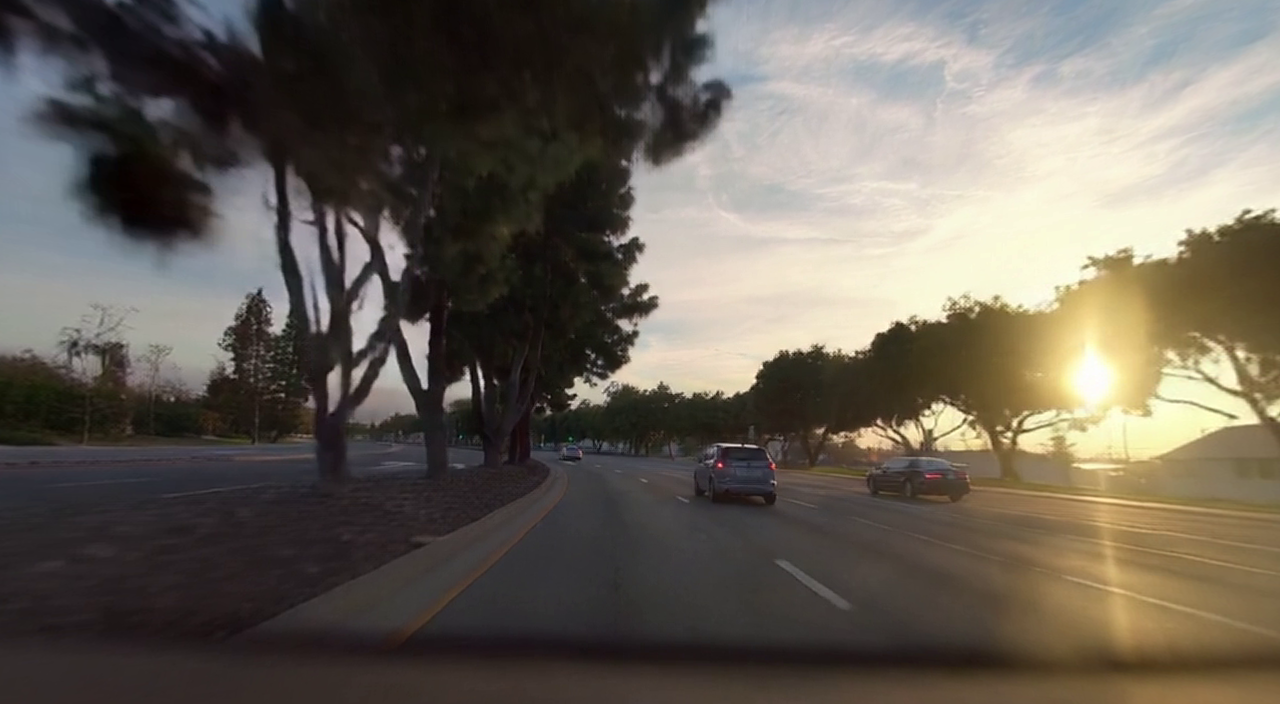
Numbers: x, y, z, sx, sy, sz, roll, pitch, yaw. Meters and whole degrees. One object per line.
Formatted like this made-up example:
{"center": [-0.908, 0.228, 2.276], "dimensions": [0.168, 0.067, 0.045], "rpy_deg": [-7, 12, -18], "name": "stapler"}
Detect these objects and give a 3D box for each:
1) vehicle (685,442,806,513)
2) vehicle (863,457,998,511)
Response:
{"center": [2.654, 3.290, 17.202], "dimensions": [2.122, 1.646, 4.525], "rpy_deg": [1, -9, -5], "name": "vehicle"}
{"center": [9.347, 4.251, 20.877], "dimensions": [1.940, 1.460, 4.652], "rpy_deg": [1, -8, -5], "name": "vehicle"}
